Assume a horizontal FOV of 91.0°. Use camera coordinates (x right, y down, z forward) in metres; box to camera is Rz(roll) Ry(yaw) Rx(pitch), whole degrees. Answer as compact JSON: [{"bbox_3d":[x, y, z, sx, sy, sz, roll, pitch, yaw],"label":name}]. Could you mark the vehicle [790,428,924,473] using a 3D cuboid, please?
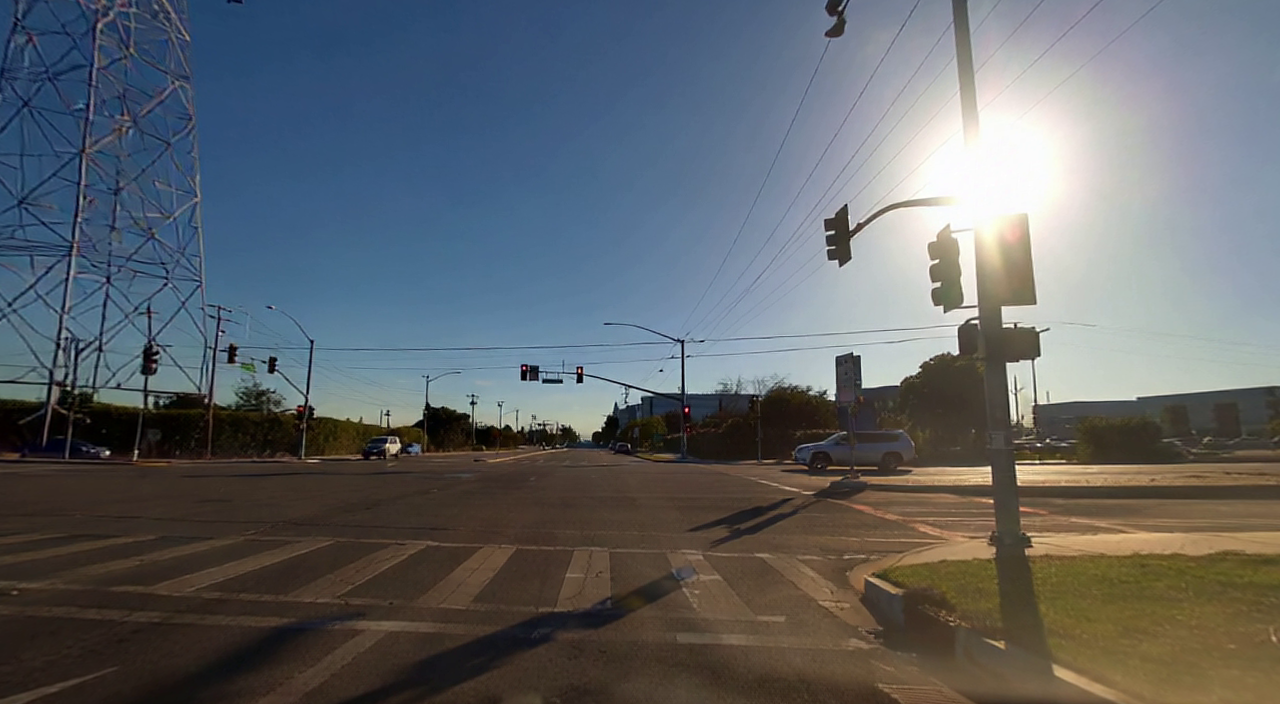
[{"bbox_3d":[8.694,4.019,25.727,4.884,1.714,2.021,-2,-9,12],"label":"vehicle"}]
